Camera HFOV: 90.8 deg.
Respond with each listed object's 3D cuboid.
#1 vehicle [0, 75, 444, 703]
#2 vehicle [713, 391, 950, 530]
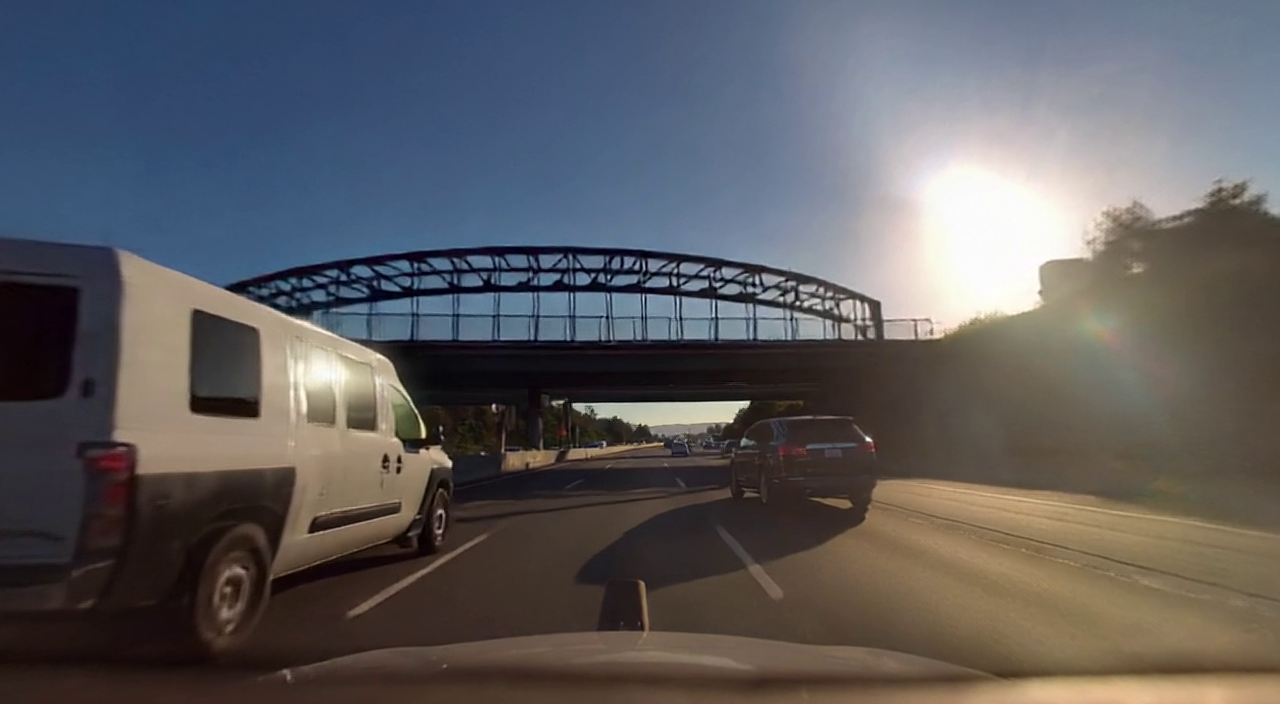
[{"bbox_3d":[-3.606,0.653,4.631,2.369,2.682,6.088,0,-9,0],"label":"vehicle"},{"bbox_3d":[3.201,2.050,12.428,2.693,2.044,5.882,0,-9,-1],"label":"vehicle"}]
